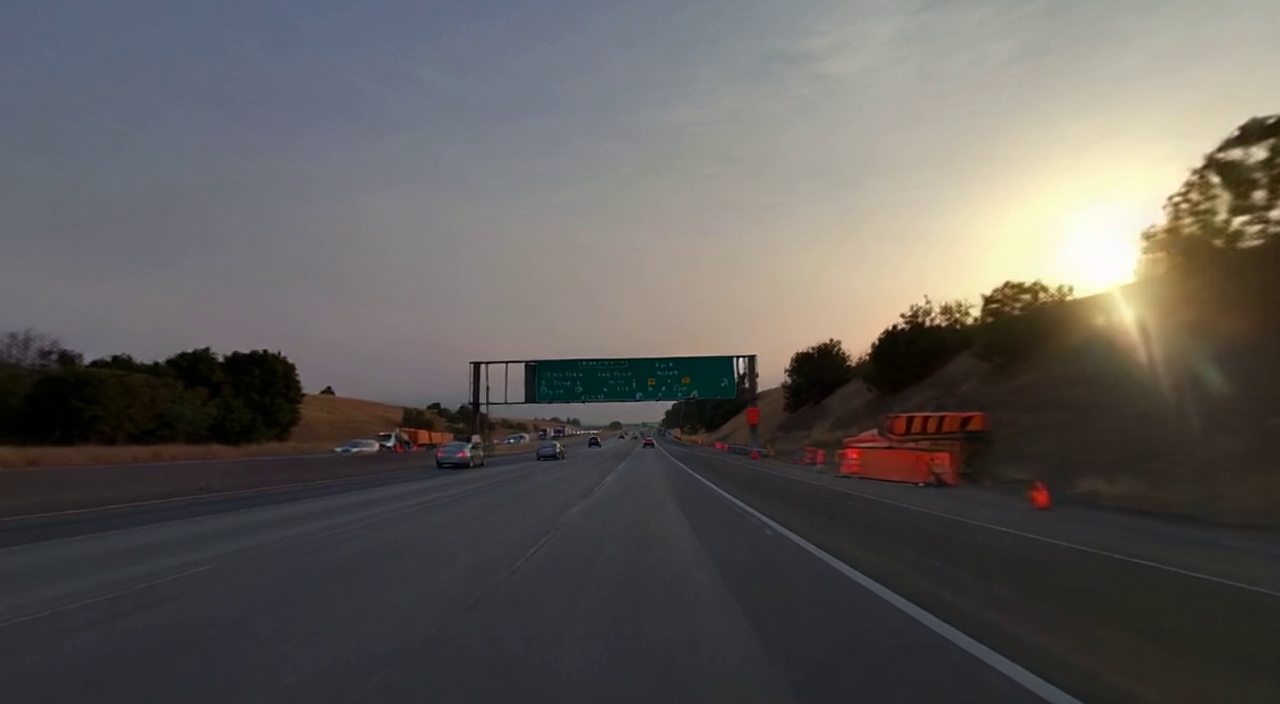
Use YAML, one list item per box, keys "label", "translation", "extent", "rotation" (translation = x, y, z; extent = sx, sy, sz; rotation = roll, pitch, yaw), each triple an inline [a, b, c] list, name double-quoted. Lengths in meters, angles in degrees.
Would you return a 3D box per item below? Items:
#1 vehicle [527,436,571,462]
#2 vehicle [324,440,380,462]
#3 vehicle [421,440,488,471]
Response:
- label: "vehicle"
  translation: [-6.396, 6.908, 44.946]
  extent: [2.402, 1.733, 4.512]
  rotation: [0, -8, 1]
- label: "vehicle"
  translation: [-22.289, 7.697, 48.945]
  extent: [2.186, 1.619, 4.359]
  rotation: [0, -9, 2]
- label: "vehicle"
  translation: [-9.697, 5.464, 33.336]
  extent: [2.122, 1.511, 4.576]
  rotation: [0, -8, 0]
